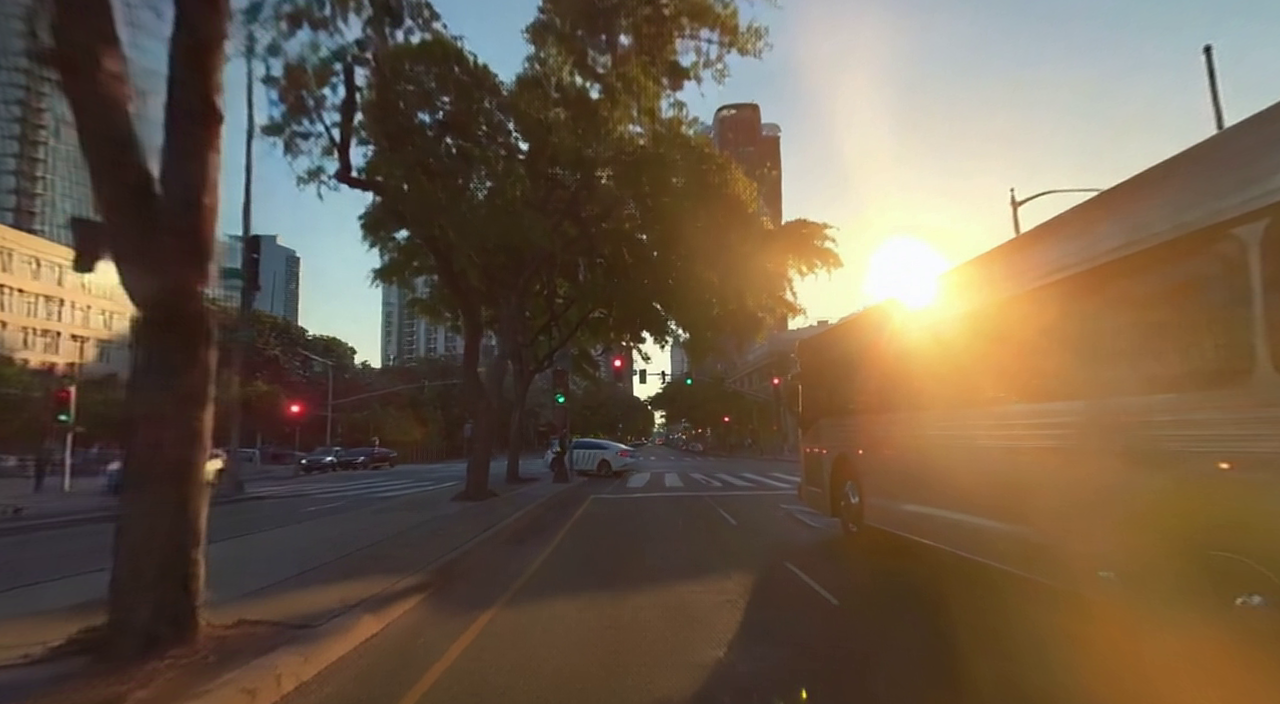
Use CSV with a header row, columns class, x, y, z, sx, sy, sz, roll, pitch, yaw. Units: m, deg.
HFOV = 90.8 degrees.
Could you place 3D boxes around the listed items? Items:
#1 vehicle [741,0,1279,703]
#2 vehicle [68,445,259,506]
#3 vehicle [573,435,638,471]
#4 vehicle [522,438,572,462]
class,x,y,z,sx,sy,sz,roll,pitch,yaw
vehicle,3.301,-0.080,3.313,3.250,3.731,13.693,0,-8,0
vehicle,-14.405,3.724,19.476,1.816,1.490,4.417,-4,-7,17
vehicle,-1.674,4.621,29.110,2.123,1.544,4.158,2,-9,-15
vehicle,-6.101,6.365,41.075,2.036,1.467,3.979,4,-9,-26
